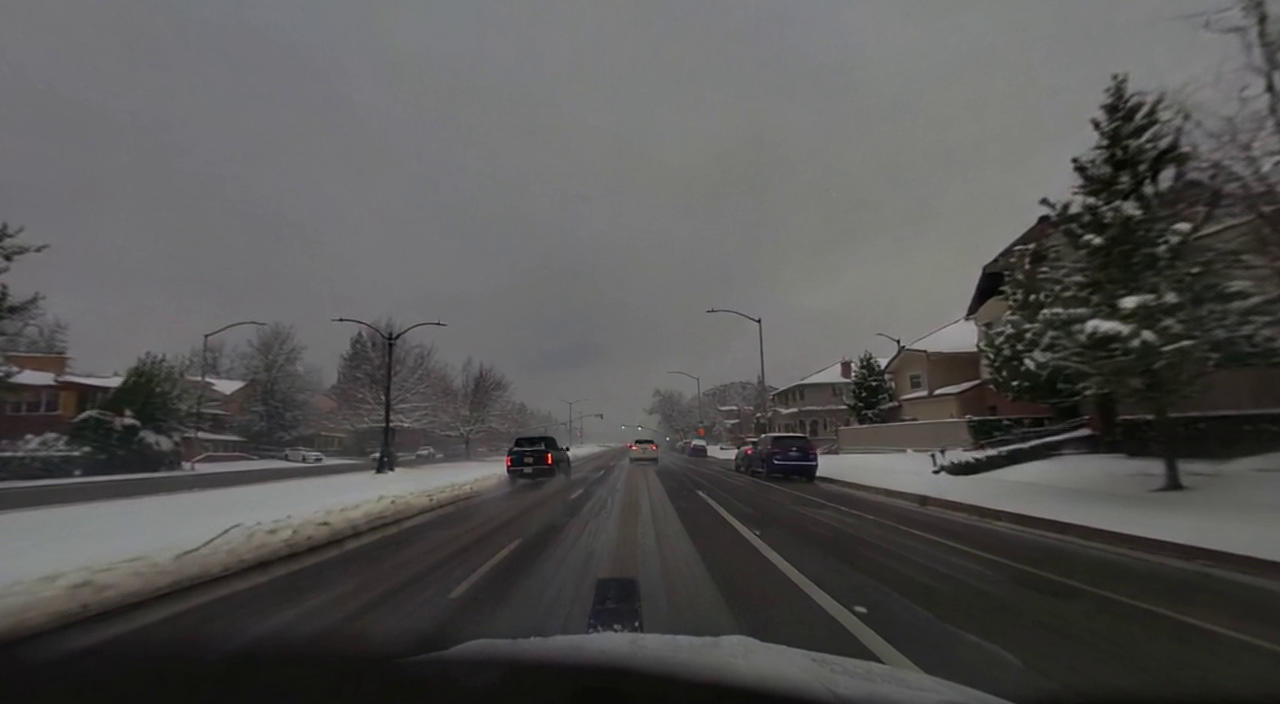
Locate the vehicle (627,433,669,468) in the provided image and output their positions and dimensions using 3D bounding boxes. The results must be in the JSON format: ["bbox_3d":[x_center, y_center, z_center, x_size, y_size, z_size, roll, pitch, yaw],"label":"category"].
[{"bbox_3d":[0.452,5.699,36.719,2.273,1.851,5.075,0,-9,0],"label":"vehicle"}]

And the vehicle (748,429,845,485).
[{"bbox_3d":[5.773,3.988,24.216,2.217,1.874,5.660,0,-9,0],"label":"vehicle"}]

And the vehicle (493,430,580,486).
[{"bbox_3d":[-3.538,3.755,22.547,2.233,1.775,4.491,0,-9,1],"label":"vehicle"}]
